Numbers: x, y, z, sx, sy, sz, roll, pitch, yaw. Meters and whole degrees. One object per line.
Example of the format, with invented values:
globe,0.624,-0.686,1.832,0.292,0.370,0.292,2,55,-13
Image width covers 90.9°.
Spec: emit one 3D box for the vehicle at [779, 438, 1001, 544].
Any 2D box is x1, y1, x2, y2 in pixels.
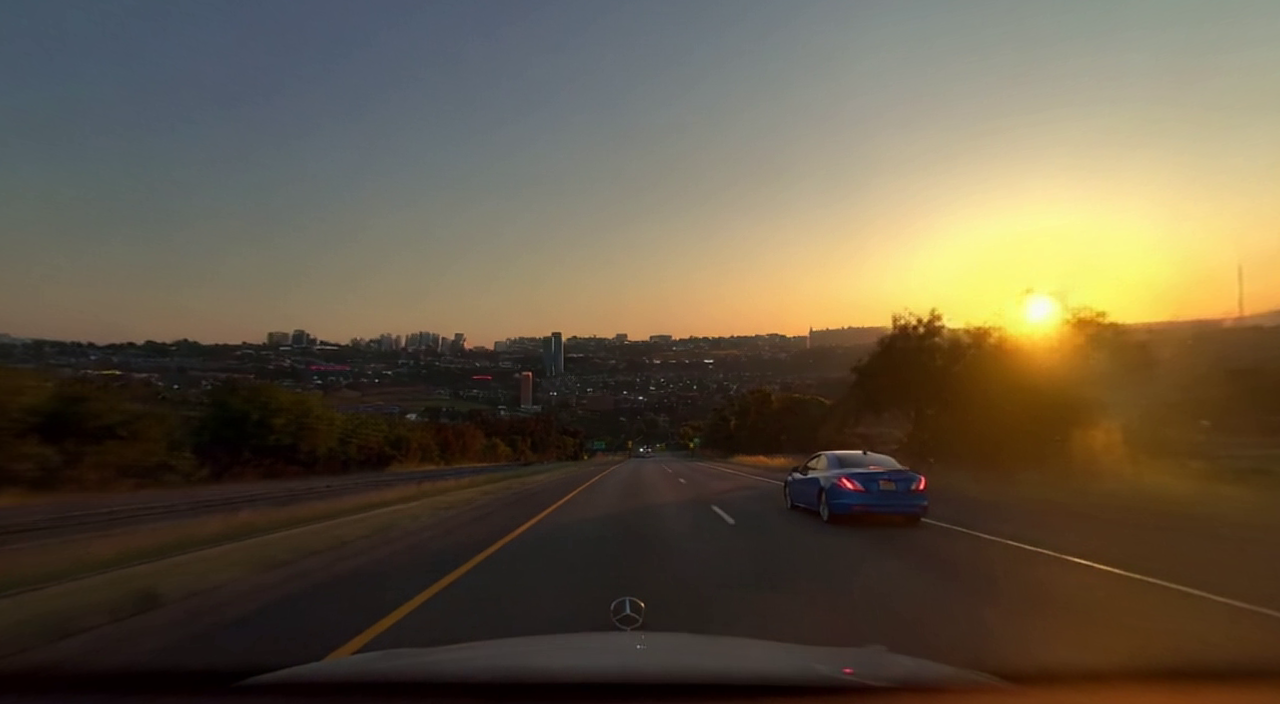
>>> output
vehicle,4.145,2.369,11.537,2.053,1.490,4.799,0,-8,0
